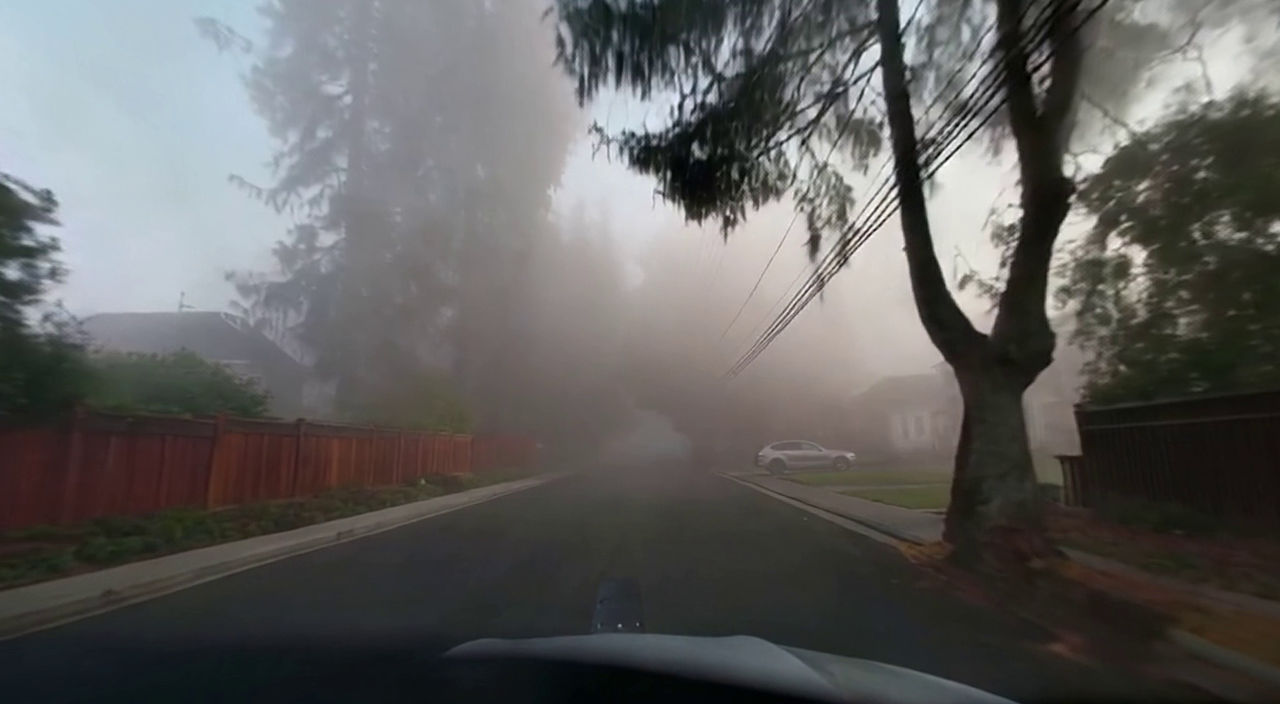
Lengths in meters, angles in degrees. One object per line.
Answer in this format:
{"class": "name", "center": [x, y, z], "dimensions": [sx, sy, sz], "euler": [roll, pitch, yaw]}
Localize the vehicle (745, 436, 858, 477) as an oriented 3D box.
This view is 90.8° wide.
{"class": "vehicle", "center": [7.570, 4.950, 30.045], "dimensions": [4.806, 1.851, 2.050], "euler": [-1, -9, 3]}
